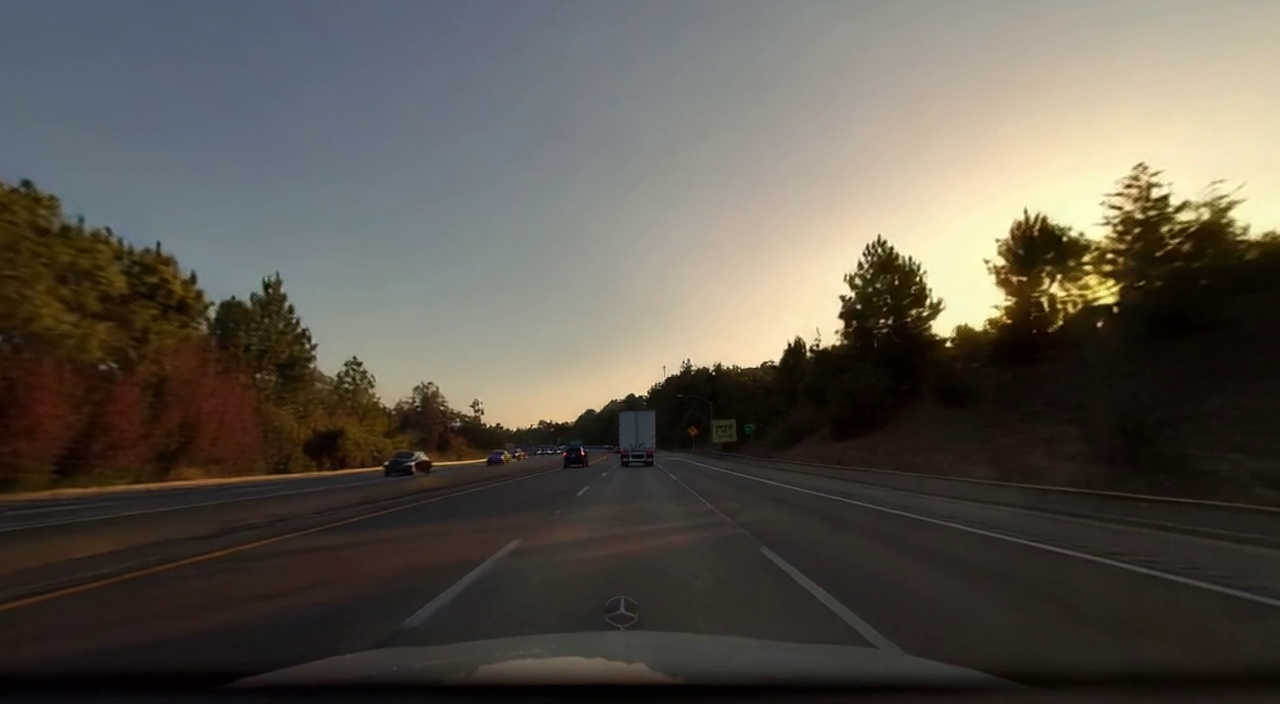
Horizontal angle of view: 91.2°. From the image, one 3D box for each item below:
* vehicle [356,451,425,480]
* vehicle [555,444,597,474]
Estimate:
[{"bbox_3d":[-14.024,6.377,35.494,1.898,1.504,4.710,0,-9,1],"label":"vehicle"},{"bbox_3d":[-3.798,6.392,37.659,2.112,1.645,4.129,0,-9,0],"label":"vehicle"}]
